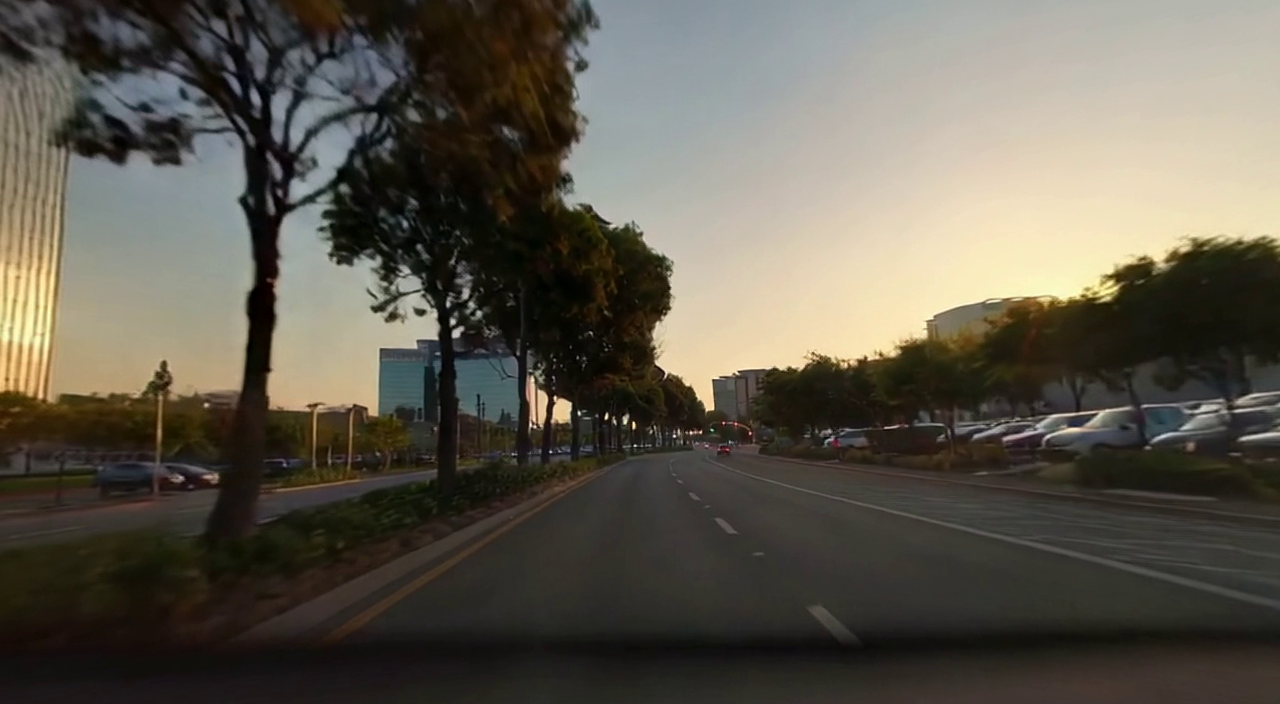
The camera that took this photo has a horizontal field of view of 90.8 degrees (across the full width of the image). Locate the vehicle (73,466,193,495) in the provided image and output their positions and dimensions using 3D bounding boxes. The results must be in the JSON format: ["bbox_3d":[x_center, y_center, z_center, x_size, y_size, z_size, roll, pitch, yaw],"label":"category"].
[{"bbox_3d":[-28.321,7.185,35.513,4.783,1.398,1.951,3,-9,-21],"label":"vehicle"}]

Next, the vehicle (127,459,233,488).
[{"bbox_3d":[-28.466,7.503,39.322,4.954,1.628,2.012,4,-9,-24],"label":"vehicle"}]
